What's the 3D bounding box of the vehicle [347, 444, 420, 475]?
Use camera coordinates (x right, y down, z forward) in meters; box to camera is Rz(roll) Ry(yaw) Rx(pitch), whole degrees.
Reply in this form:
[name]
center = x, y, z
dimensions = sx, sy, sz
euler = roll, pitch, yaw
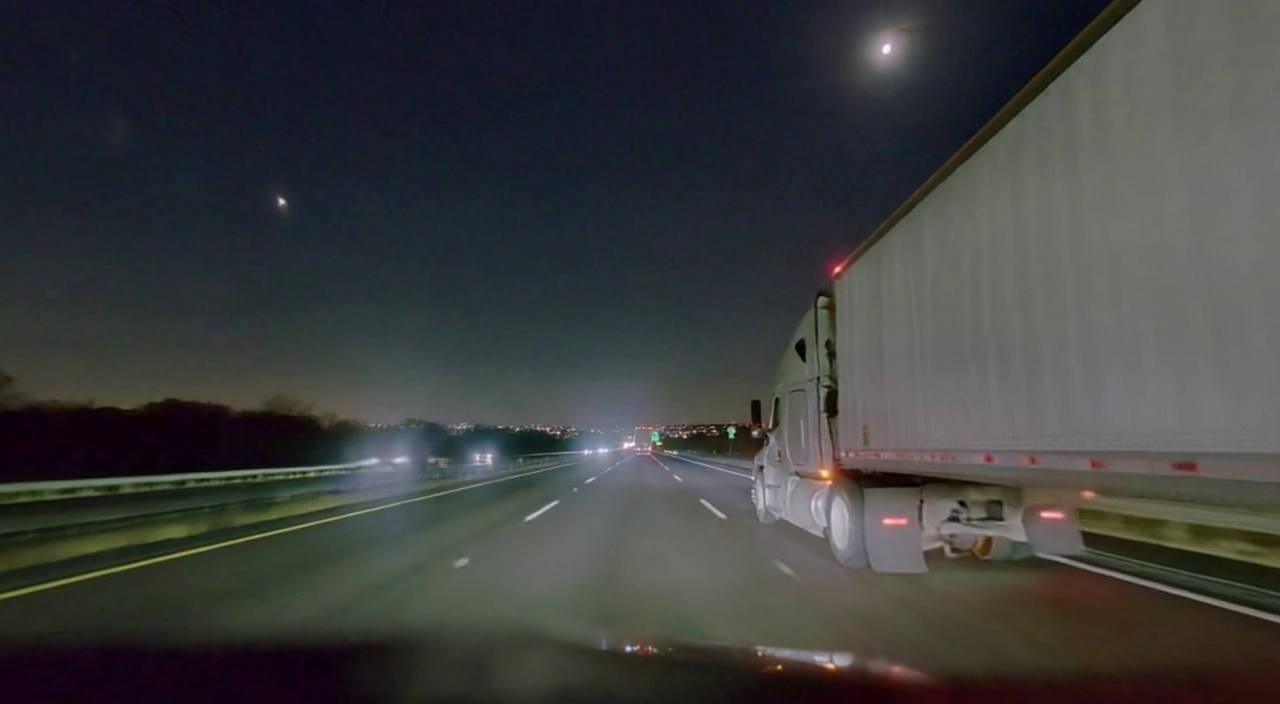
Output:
[vehicle]
center = -13.357, 5.631, 33.172
dimensions = 2.009, 1.484, 4.768
euler = 0, -9, -3
